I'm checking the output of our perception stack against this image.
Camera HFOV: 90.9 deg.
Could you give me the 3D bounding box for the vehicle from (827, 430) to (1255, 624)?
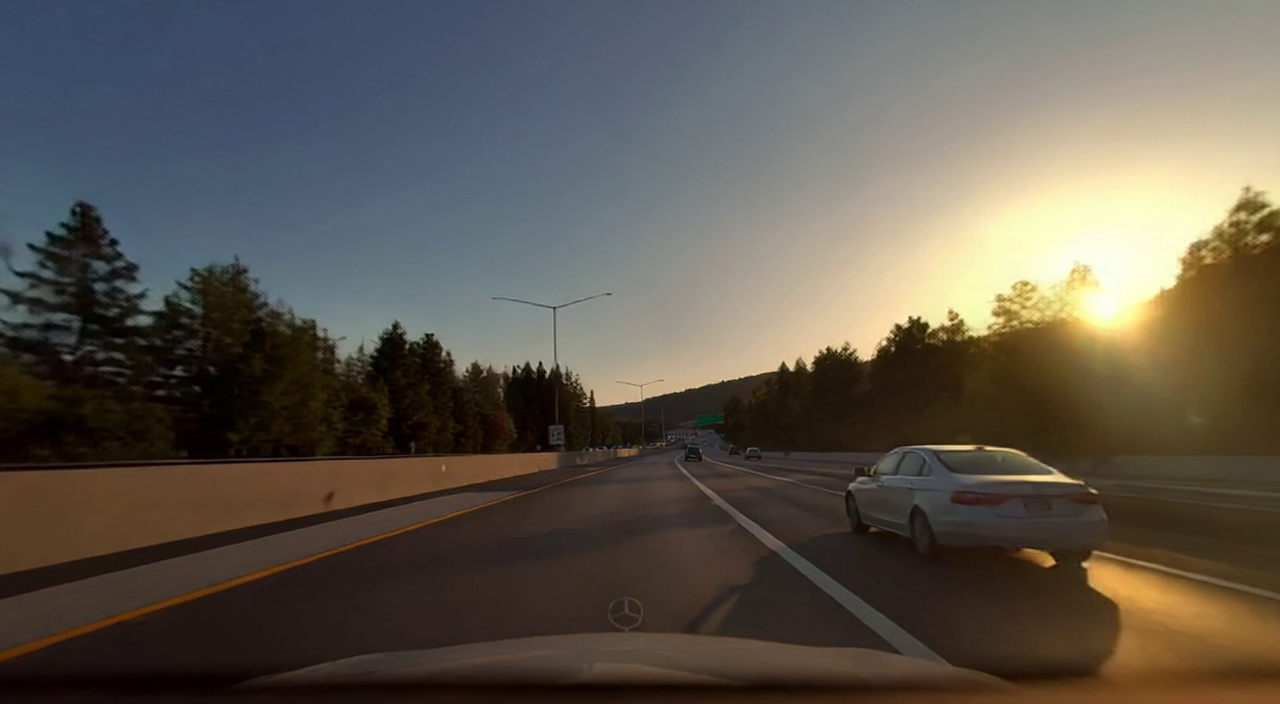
[{"bbox_3d":[3.701,1.665,6.978,1.938,1.456,4.204,0,-9,0],"label":"vehicle"}]
